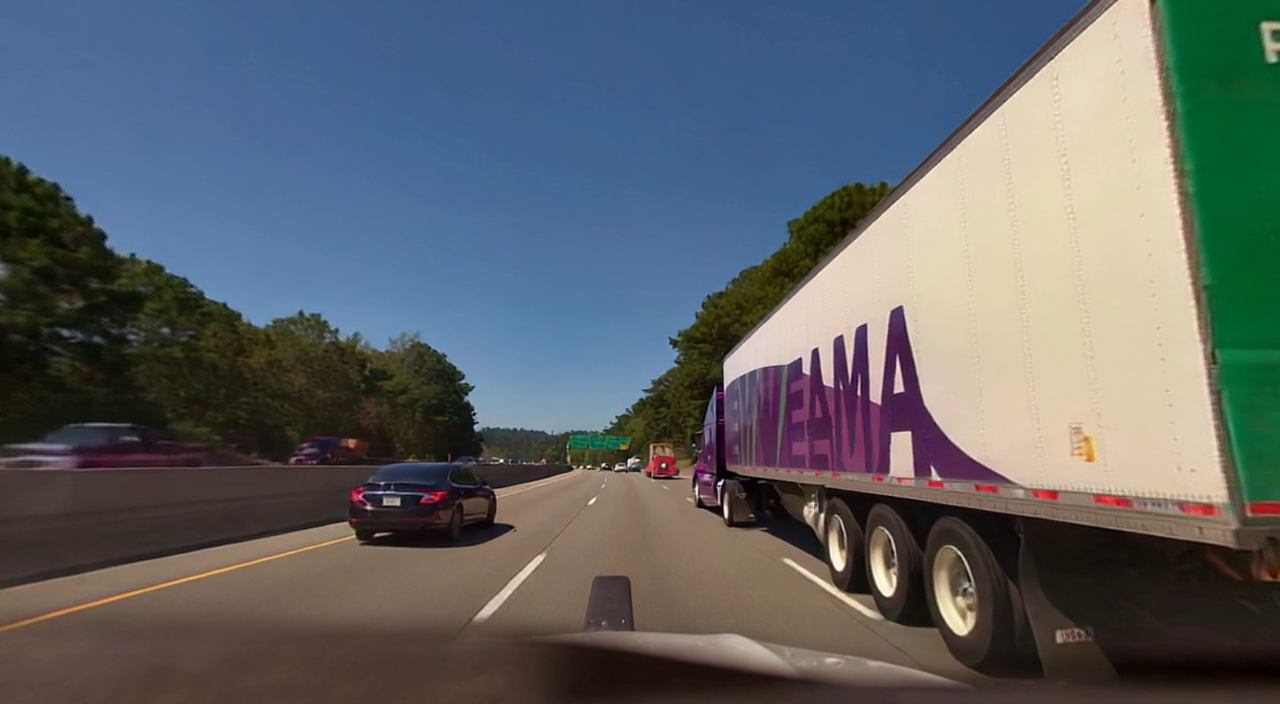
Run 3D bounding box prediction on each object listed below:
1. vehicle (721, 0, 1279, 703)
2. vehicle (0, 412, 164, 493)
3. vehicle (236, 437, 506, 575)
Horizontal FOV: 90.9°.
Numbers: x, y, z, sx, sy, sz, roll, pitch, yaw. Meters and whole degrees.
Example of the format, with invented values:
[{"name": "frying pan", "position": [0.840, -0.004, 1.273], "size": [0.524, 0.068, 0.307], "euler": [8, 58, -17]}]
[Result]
[{"name": "vehicle", "position": [3.604, 0.984, 9.341], "size": [2.856, 4.040, 14.009], "euler": [1, -10, 0]}, {"name": "vehicle", "position": [-16.149, 2.800, 17.419], "size": [2.114, 1.913, 4.865], "euler": [1, -10, 0]}, {"name": "vehicle", "position": [-3.699, 2.262, 9.956], "size": [2.010, 1.580, 4.949], "euler": [1, -10, 1]}]
